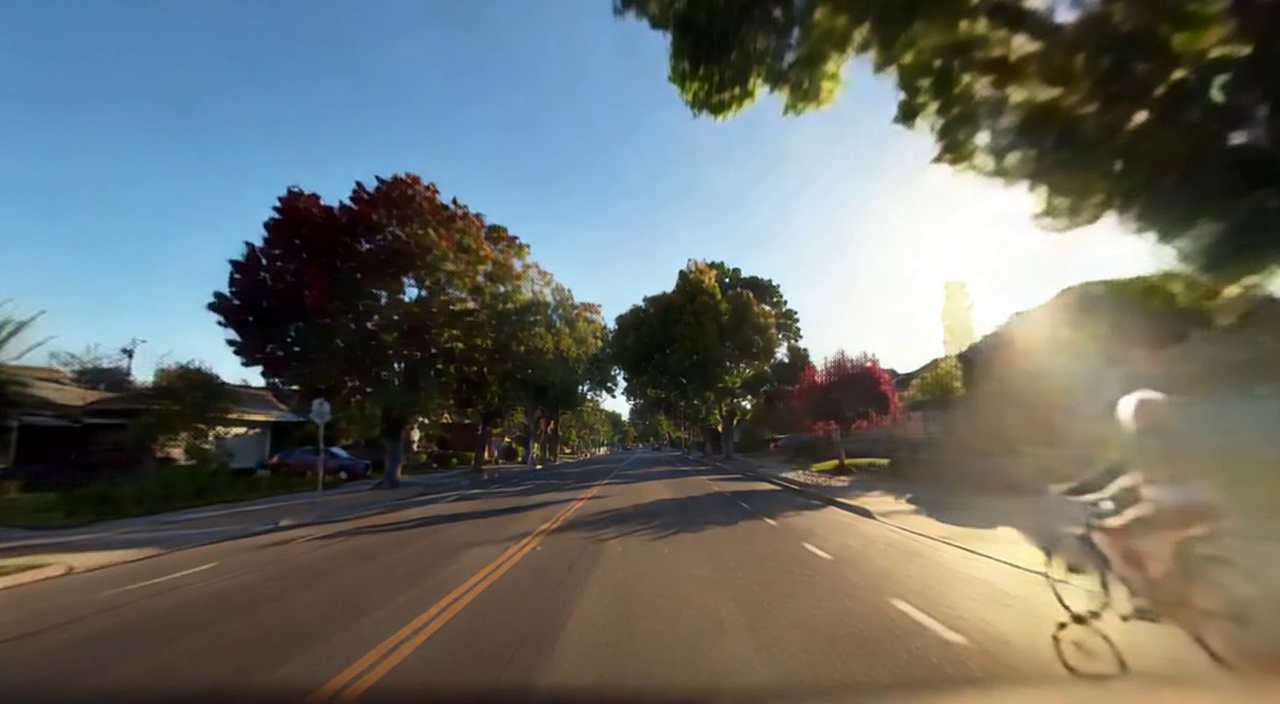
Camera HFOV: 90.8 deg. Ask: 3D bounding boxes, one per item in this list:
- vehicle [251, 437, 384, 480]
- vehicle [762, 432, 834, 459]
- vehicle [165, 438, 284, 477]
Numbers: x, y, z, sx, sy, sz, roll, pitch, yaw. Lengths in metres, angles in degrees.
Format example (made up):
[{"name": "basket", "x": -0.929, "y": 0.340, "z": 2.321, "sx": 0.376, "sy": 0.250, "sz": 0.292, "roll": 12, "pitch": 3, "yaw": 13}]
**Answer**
[{"name": "vehicle", "x": -13.682, "y": 4.541, "z": 27.007, "sx": 4.587, "sy": 1.722, "sz": 1.906, "roll": 0, "pitch": -8, "yaw": -1}, {"name": "vehicle", "x": 10.825, "y": 6.432, "z": 43.542, "sx": 4.449, "sy": 1.765, "sz": 1.917, "roll": 0, "pitch": -8, "yaw": 4}, {"name": "vehicle", "x": -19.538, "y": 4.933, "z": 29.794, "sx": 4.455, "sy": 1.707, "sz": 1.939, "roll": 6, "pitch": -10, "yaw": -37}]
